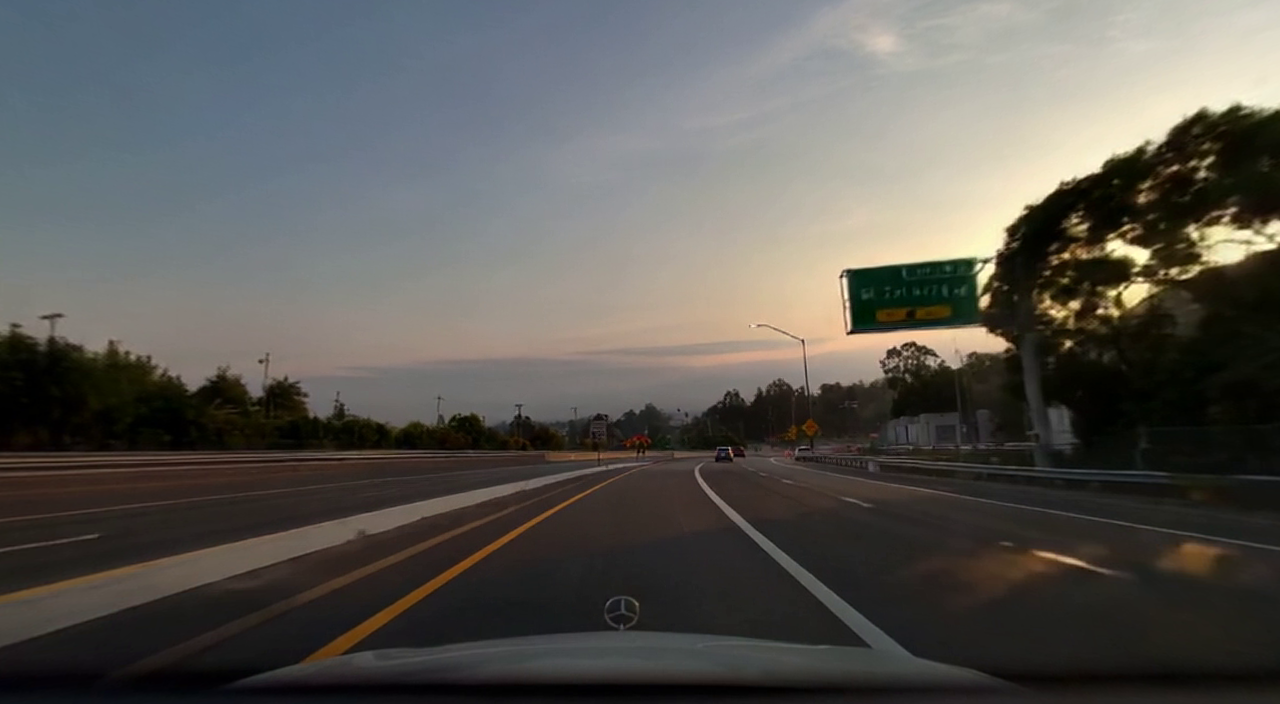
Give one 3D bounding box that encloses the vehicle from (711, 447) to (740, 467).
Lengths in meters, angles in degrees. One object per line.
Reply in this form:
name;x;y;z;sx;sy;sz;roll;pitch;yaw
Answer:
vehicle;6.638;8.177;49.430;1.874;1.506;4.116;-1;-9;4
